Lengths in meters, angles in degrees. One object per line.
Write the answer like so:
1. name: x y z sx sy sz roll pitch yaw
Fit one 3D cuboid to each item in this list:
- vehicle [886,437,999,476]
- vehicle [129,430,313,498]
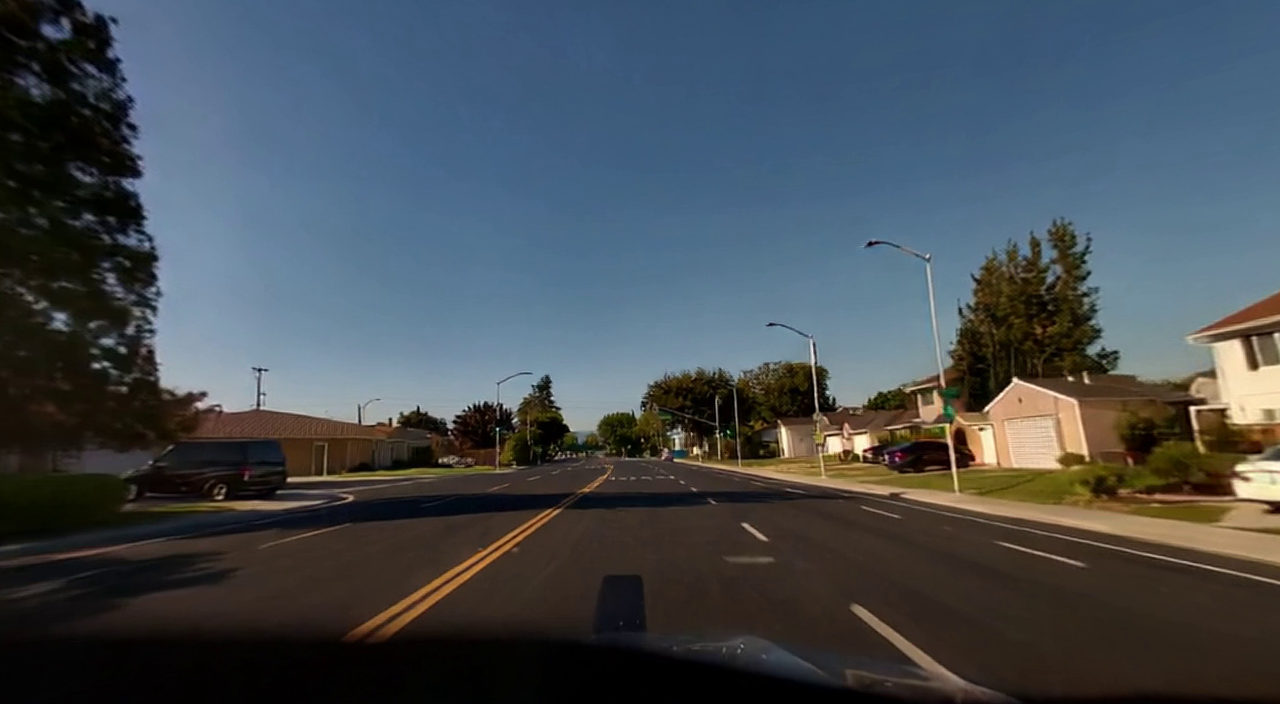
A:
1. vehicle: 15.490 5.345 32.545 4.739 1.667 1.998 -3 -7 0
2. vehicle: -15.625 4.202 24.272 2.653 2.232 6.273 0 -9 1
